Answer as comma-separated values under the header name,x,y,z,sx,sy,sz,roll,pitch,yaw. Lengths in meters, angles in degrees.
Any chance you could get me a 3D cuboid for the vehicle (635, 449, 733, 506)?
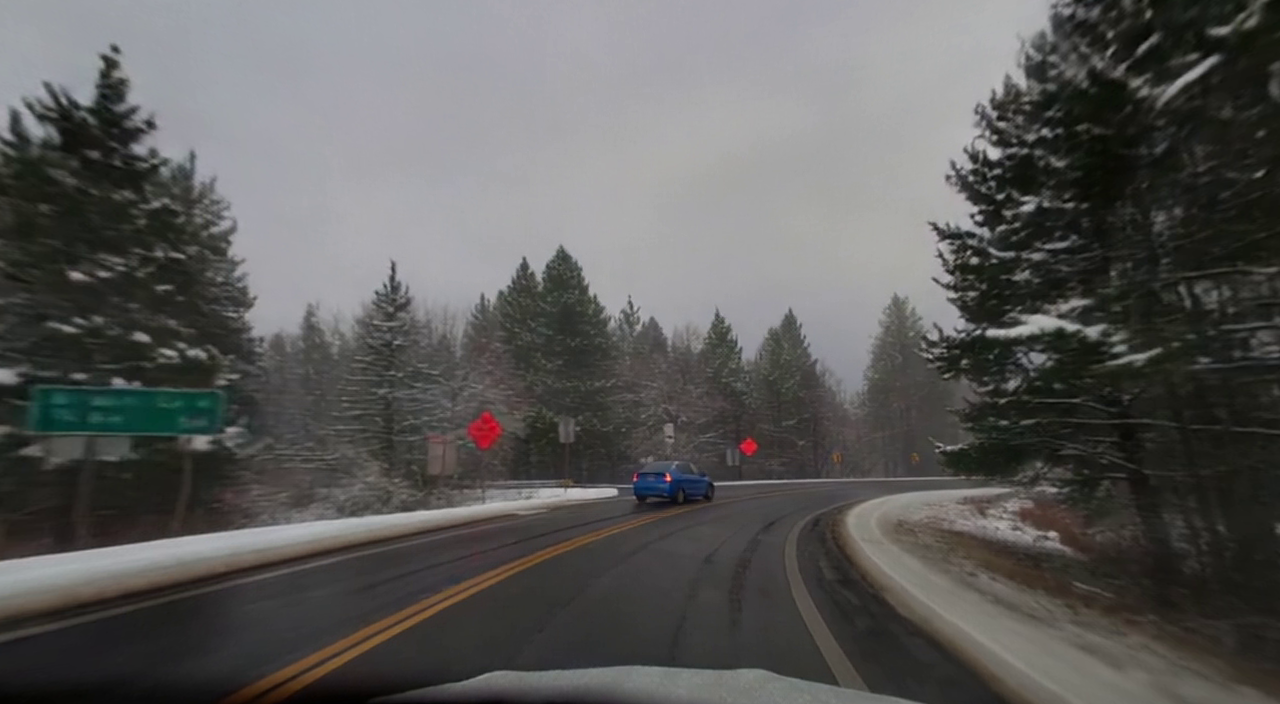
name,x,y,z,sx,sy,sz,roll,pitch,yaw
vehicle,1.626,4.243,21.587,1.997,1.692,4.422,-4,-11,23
